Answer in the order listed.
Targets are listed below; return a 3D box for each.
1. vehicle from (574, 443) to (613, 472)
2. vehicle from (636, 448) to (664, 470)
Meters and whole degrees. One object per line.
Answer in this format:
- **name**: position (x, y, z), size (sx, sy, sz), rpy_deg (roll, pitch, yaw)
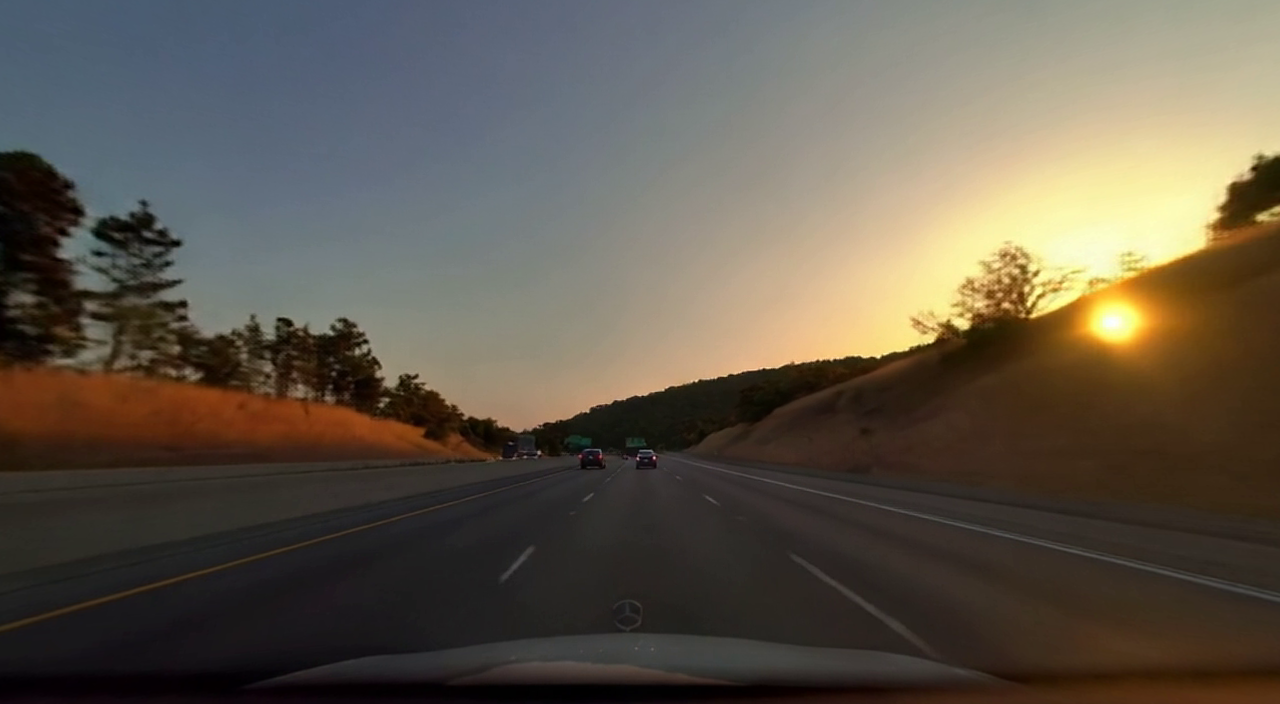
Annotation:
- **vehicle**: position (-2.972, 6.844, 40.937), size (2.143, 1.770, 4.283), rpy_deg (0, -9, 1)
- **vehicle**: position (0.750, 8.073, 47.658), size (2.036, 1.519, 4.225), rpy_deg (0, -9, 0)
